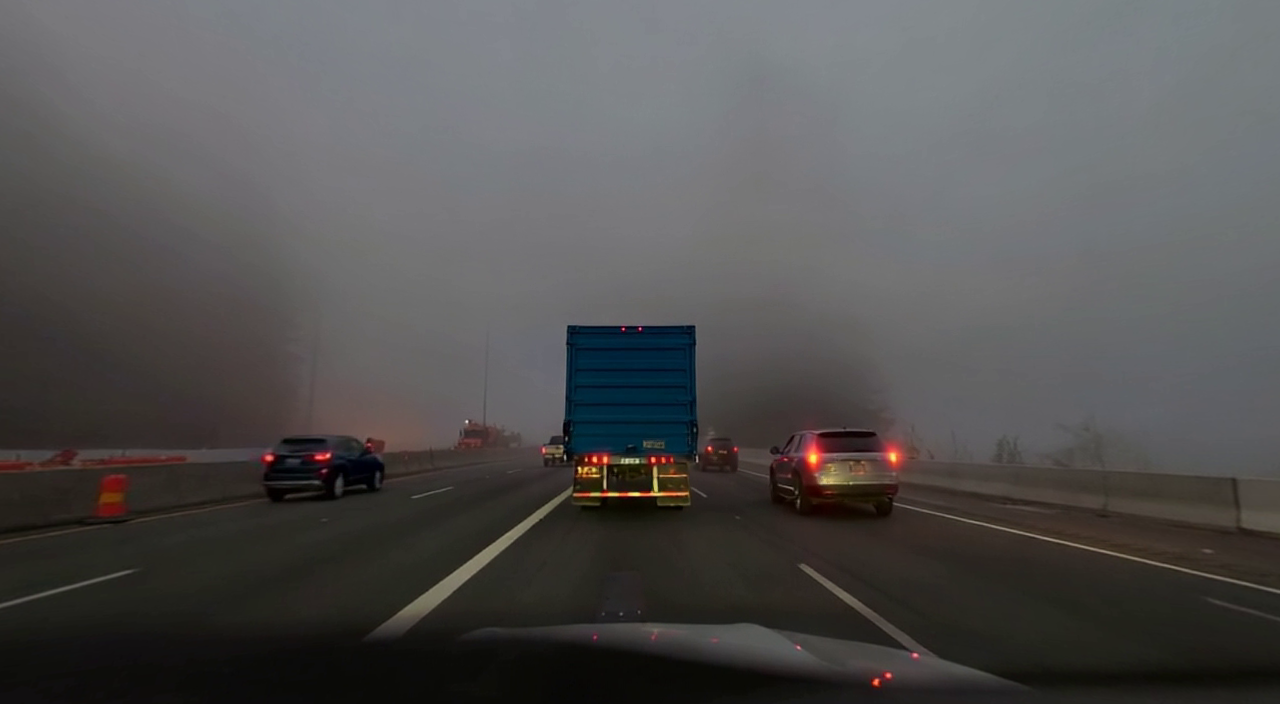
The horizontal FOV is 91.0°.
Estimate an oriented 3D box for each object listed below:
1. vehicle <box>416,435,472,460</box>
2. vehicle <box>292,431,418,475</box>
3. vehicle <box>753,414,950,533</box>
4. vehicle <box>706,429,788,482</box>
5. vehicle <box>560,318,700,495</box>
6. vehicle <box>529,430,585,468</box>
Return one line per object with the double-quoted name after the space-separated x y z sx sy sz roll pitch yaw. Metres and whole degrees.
-12.458 6.106 40.287 1.887 1.511 4.152 0 -9 6 "vehicle"
-12.921 4.627 28.810 4.663 1.708 2.054 3 -9 -4 "vehicle"
3.480 2.099 11.388 2.103 1.713 4.173 0 -9 0 "vehicle"
3.702 3.678 22.590 1.998 1.713 4.149 1 -9 -3 "vehicle"
-0.180 1.942 19.135 3.067 3.940 10.154 0 -9 0 "vehicle"
-4.073 4.890 31.793 2.095 1.736 4.529 0 -9 2 "vehicle"
